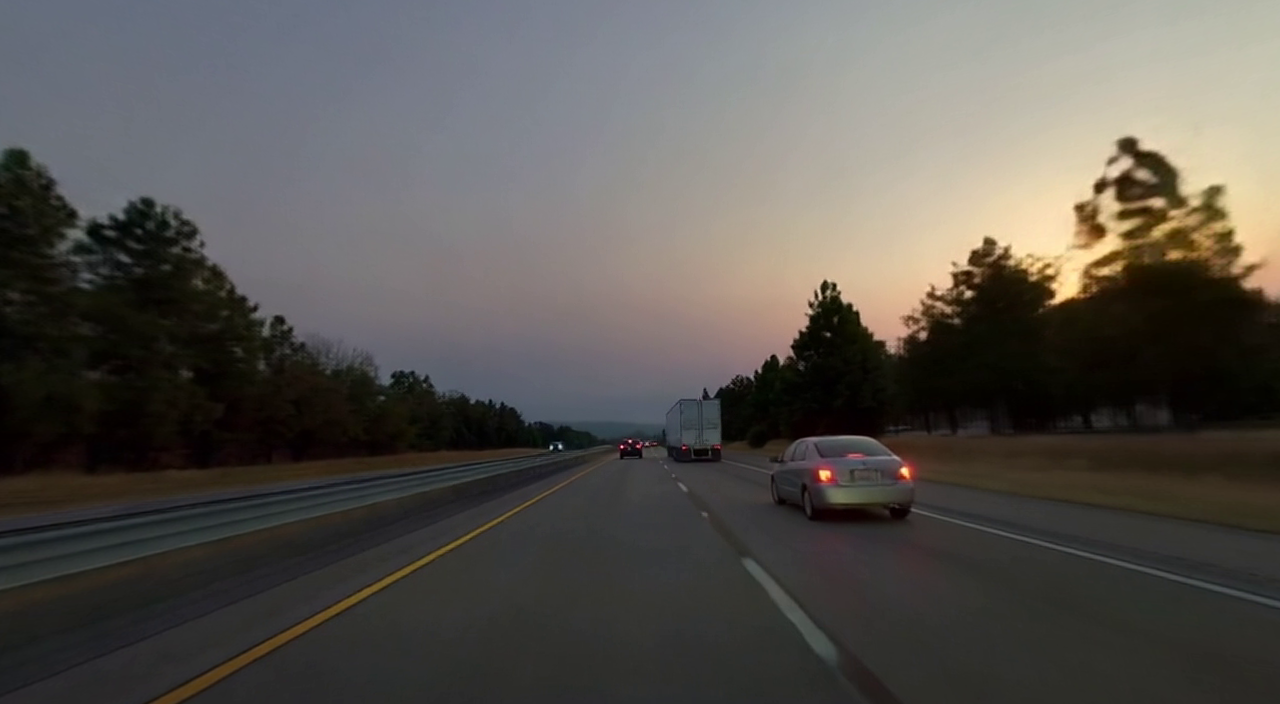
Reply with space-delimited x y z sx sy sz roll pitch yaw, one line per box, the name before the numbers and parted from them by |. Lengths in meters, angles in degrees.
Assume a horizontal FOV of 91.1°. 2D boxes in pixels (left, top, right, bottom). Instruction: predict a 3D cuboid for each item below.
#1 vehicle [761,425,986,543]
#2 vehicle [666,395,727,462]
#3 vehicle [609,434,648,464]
vehicle | 3.502 2.035 10.509 2.072 1.534 4.300 0 -8 0
vehicle | 3.696 5.541 44.835 2.919 4.004 13.911 0 -8 0
vehicle | -0.641 5.776 37.796 2.192 1.623 4.887 0 -8 0
